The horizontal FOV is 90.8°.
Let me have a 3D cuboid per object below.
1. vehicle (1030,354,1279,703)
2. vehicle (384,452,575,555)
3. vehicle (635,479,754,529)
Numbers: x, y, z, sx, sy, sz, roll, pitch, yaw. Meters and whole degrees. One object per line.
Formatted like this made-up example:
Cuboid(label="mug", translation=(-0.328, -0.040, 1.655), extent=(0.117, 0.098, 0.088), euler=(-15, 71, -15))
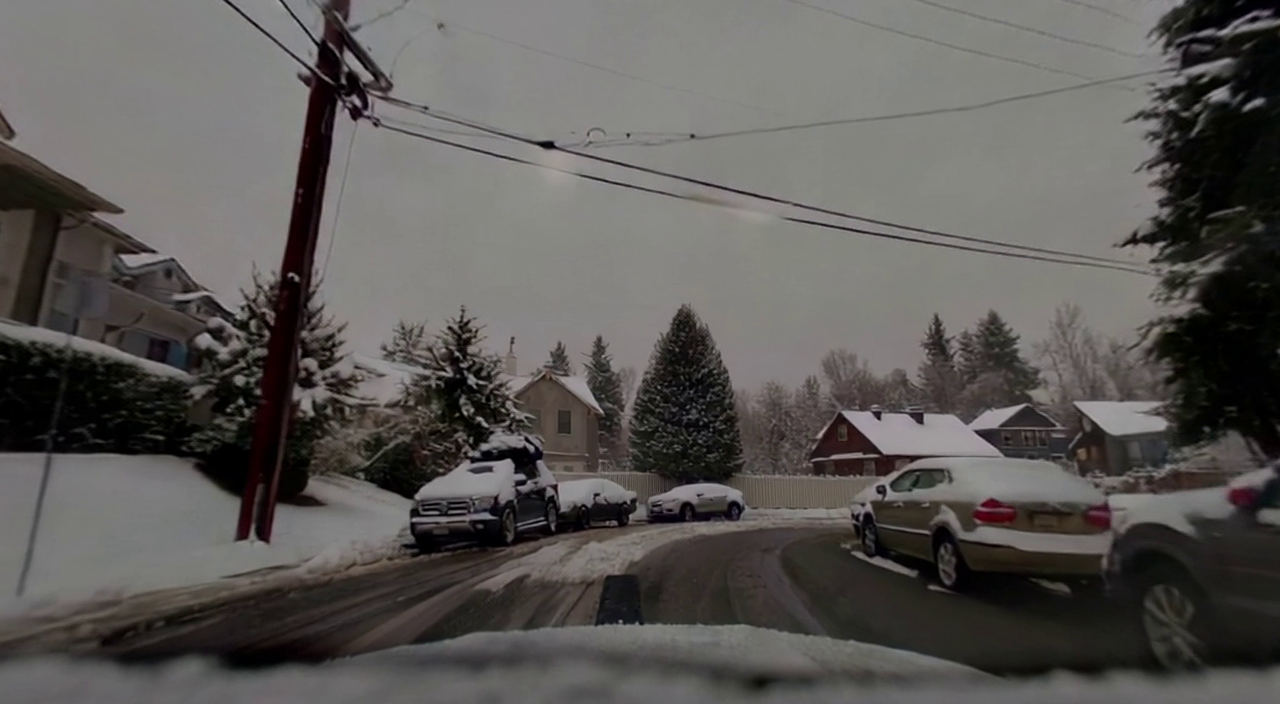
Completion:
Cuboid(label="vehicle", translation=(3.930, 0.908, 2.449), extent=(1.899, 1.877, 4.668), euler=(1, -7, 1))
Cuboid(label="vehicle", translation=(-3.165, 3.211, 13.835), extent=(2.247, 1.702, 5.043), euler=(-5, -12, 8))
Cuboid(label="vehicle", translation=(2.144, 5.790, 24.418), extent=(4.217, 1.547, 2.082), euler=(6, -10, -35))
